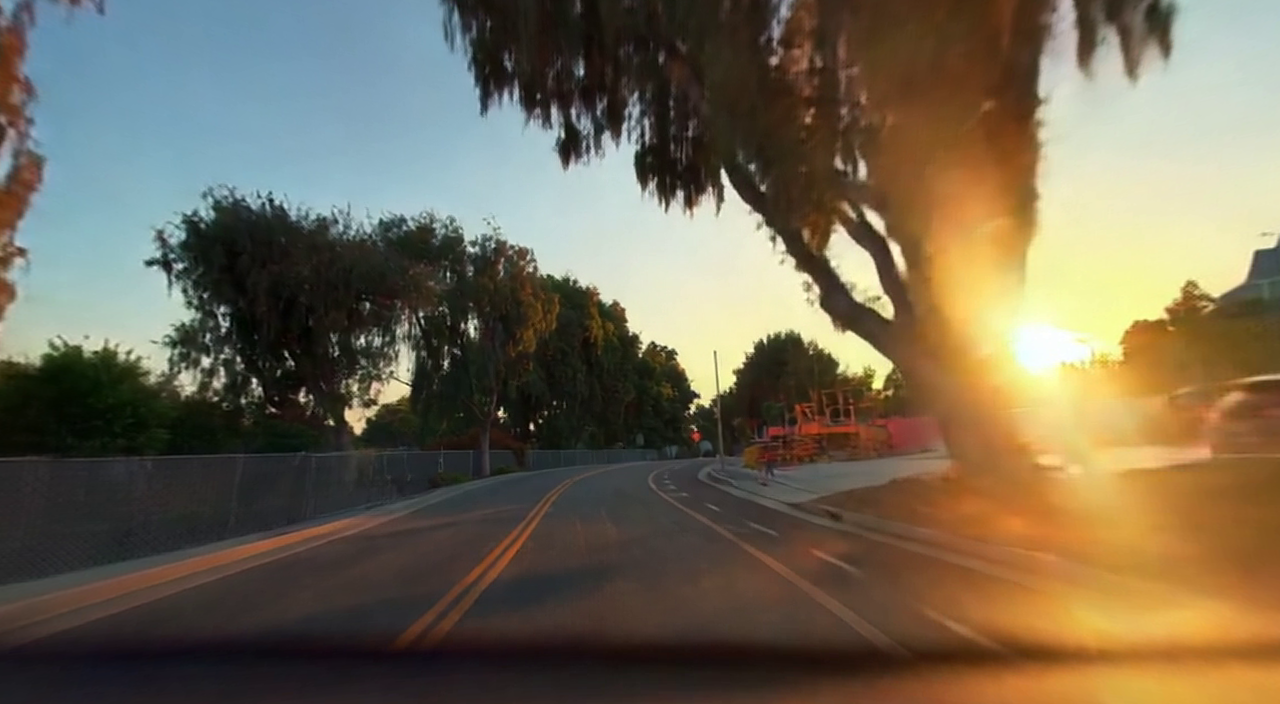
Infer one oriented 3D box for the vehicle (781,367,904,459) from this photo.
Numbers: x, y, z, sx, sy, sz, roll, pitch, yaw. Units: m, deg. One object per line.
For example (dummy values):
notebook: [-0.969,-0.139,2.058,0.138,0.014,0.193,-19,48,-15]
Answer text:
vehicle: [9.411,3.268,30.998,2.984,3.691,10.409,-2,-9,3]
